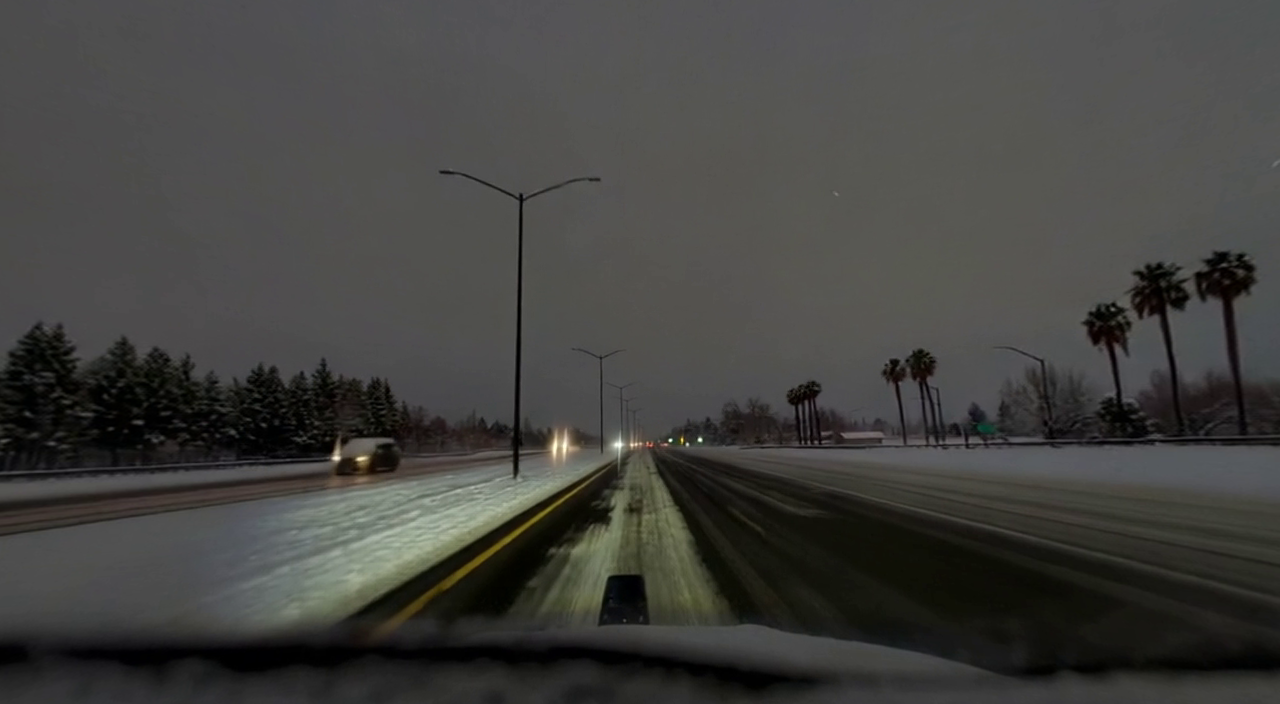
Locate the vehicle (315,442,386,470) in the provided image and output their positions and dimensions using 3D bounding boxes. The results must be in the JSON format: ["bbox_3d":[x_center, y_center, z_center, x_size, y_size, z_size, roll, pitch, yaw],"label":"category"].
[{"bbox_3d":[-16.949,6.109,37.178,1.941,1.538,4.652,0,-8,1],"label":"vehicle"}]
